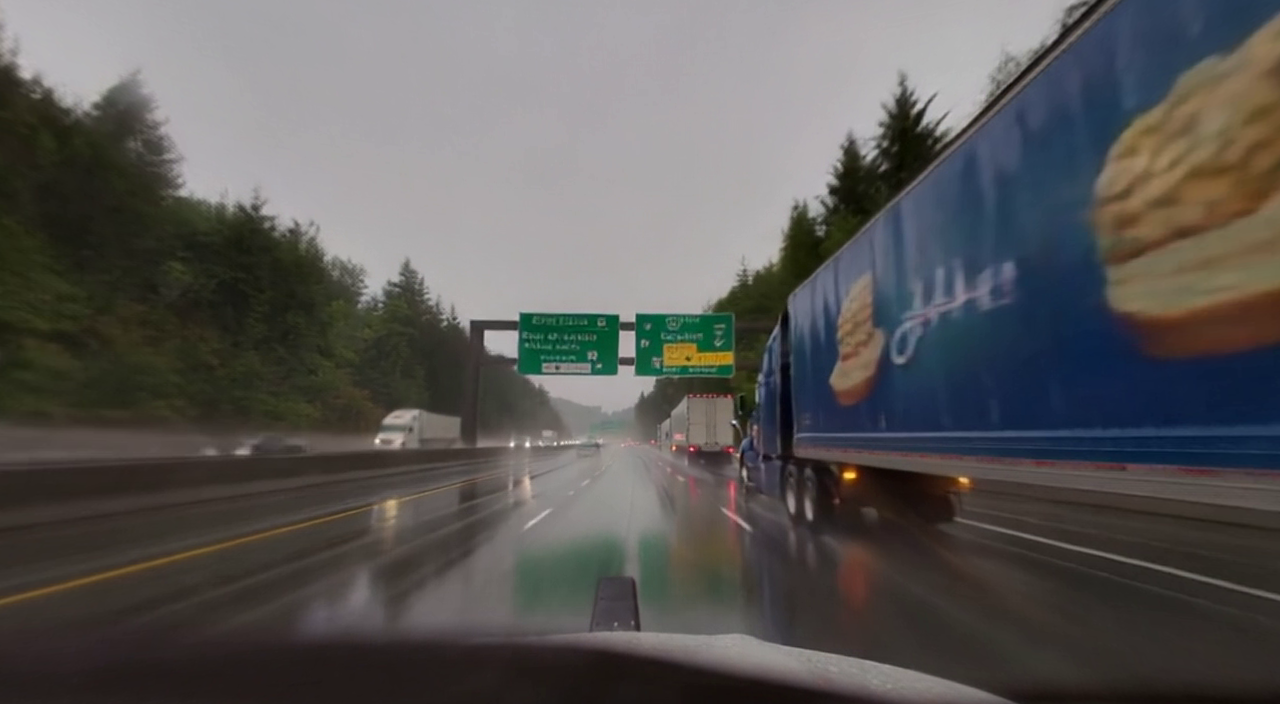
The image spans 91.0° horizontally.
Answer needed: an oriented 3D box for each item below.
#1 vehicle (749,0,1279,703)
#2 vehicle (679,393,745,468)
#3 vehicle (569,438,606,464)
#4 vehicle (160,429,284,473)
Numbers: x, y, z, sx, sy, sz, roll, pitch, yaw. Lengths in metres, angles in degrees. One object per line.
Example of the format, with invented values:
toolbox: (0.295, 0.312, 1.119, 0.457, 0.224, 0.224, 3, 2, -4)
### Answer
vehicle: (3.732, -0.006, 4.989, 3.116, 3.992, 13.748, 0, -8, -1)
vehicle: (4.200, 5.002, 38.871, 3.085, 4.062, 8.965, 0, -10, 1)
vehicle: (-3.521, 6.734, 42.844, 2.206, 1.644, 4.027, 0, -8, 0)
vehicle: (-16.342, 3.893, 24.933, 1.940, 1.566, 4.323, 0, -8, 0)
